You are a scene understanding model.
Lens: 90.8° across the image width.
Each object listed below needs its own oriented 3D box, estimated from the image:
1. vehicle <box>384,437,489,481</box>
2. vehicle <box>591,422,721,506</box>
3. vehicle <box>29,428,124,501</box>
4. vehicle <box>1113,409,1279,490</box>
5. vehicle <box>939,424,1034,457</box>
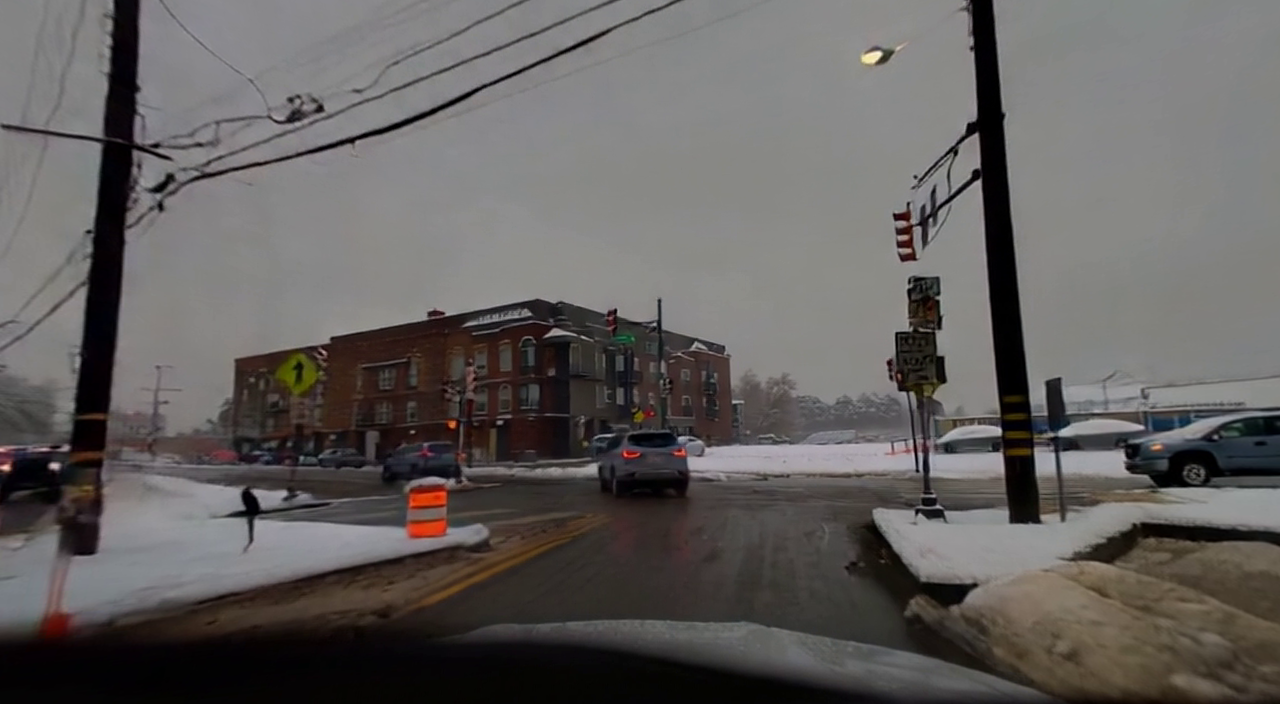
[{"bbox_3d":[-9.904,5.104,30.509,5.548,1.911,2.206,-8,-11,40],"label":"vehicle"},{"bbox_3d":[0.196,2.885,16.788,2.256,1.859,5.118,1,-9,-12],"label":"vehicle"},{"bbox_3d":[-22.599,4.456,25.526,1.959,2.654,4.078,5,-10,-31],"label":"vehicle"},{"bbox_3d":[14.780,2.351,15.305,4.740,1.802,2.249,-4,-9,20],"label":"vehicle"},{"bbox_3d":[18.986,4.877,34.663,4.382,1.688,1.937,-6,-10,32],"label":"vehicle"}]
